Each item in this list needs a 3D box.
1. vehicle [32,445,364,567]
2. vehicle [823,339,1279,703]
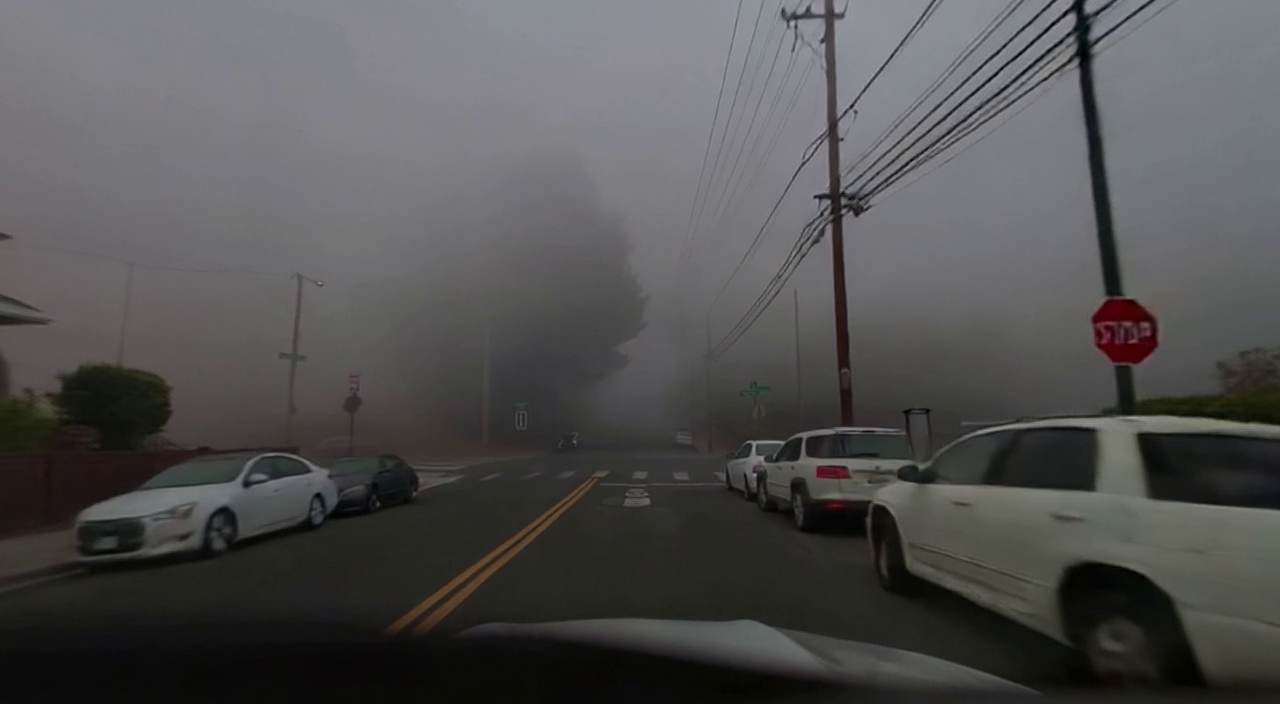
[{"bbox_3d":[-6.383,2.207,9.995,2.098,1.454,4.449,0,-8,-1],"label":"vehicle"},{"bbox_3d":[3.283,1.211,5.010,2.086,1.759,5.461,0,-8,1],"label":"vehicle"}]
